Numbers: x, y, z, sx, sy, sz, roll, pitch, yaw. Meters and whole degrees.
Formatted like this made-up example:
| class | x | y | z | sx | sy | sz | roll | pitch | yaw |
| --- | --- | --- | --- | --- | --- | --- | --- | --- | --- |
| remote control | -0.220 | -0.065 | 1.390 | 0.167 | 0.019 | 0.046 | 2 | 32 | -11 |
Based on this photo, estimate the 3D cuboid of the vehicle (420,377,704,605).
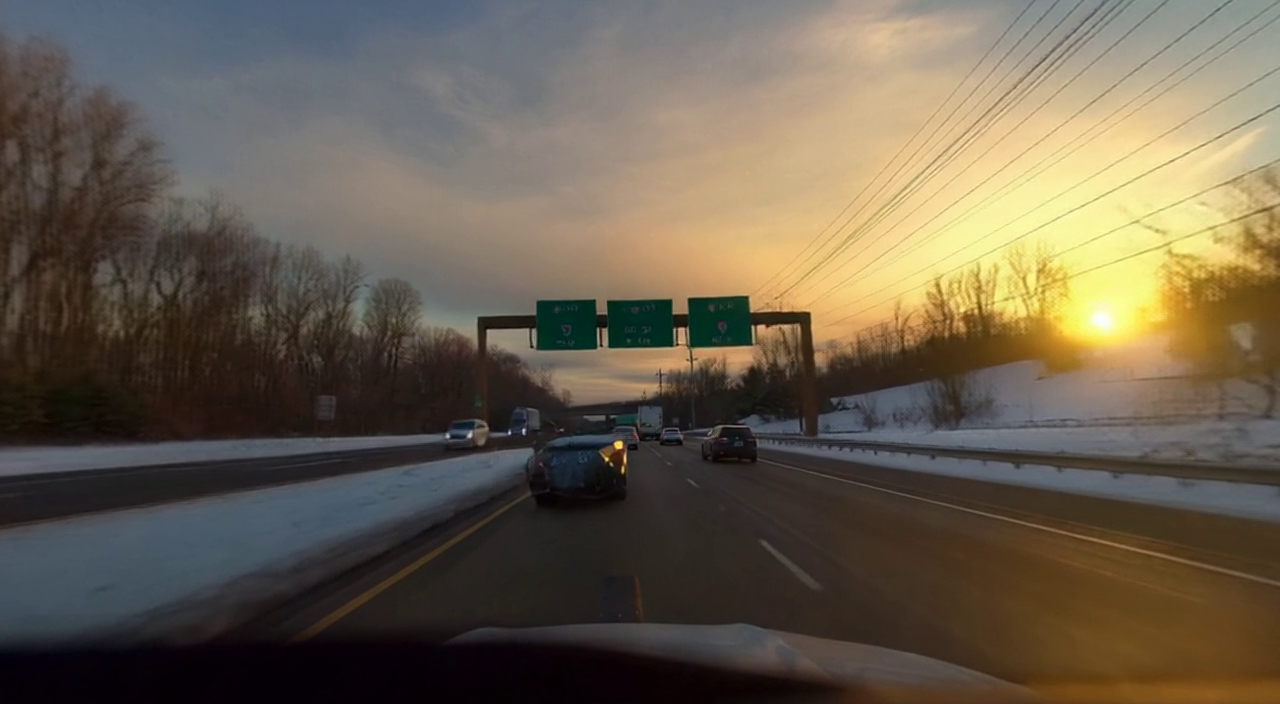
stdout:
| class | x | y | z | sx | sy | sz | roll | pitch | yaw |
| --- | --- | --- | --- | --- | --- | --- | --- | --- | --- |
| vehicle | -0.616 | 1.306 | 6.836 | 2.134 | 1.710 | 4.049 | 0 | -7 | -1 |

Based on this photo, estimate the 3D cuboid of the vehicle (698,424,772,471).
| class | x | y | z | sx | sy | sz | roll | pitch | yaw |
| --- | --- | --- | --- | --- | --- | --- | --- | --- | --- |
| vehicle | 3.420 | 3.517 | 23.326 | 2.062 | 1.581 | 3.914 | 0 | -8 | -1 |
